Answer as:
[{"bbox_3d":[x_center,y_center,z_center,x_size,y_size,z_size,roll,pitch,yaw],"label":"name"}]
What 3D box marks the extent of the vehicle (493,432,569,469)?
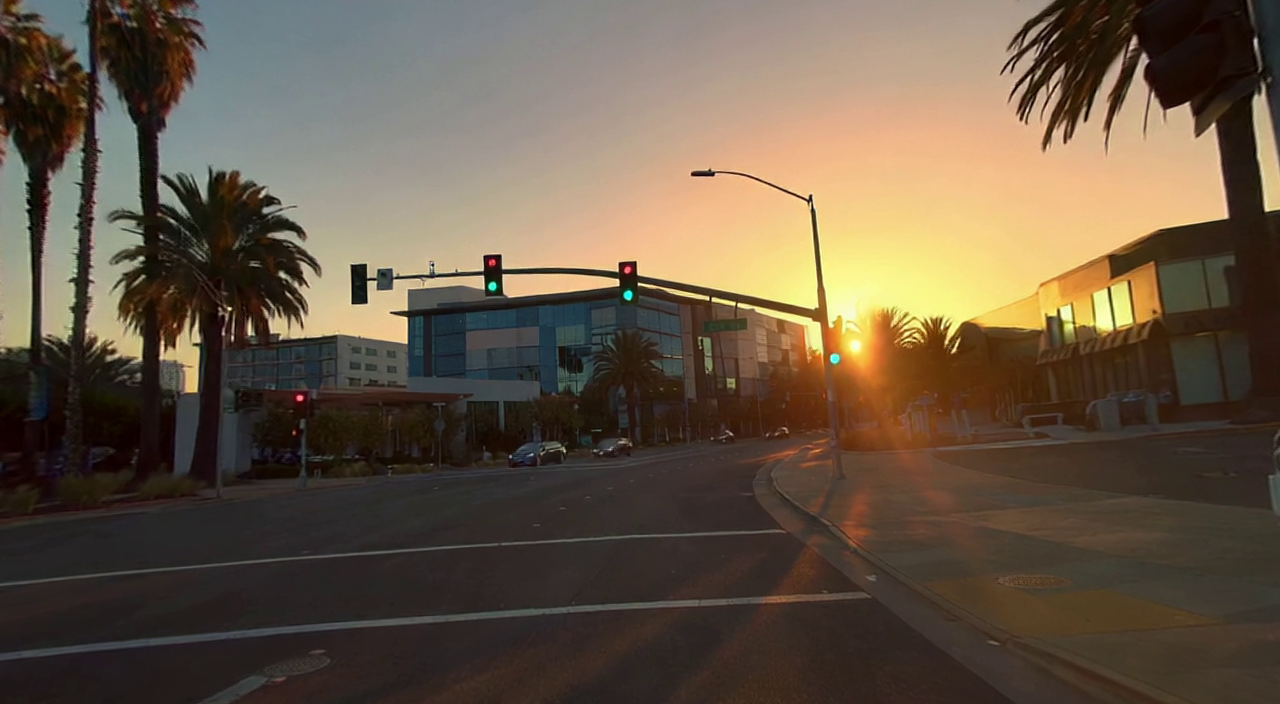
[{"bbox_3d":[-5.671,5.233,33.633,2.181,1.792,4.648,-3,-9,16],"label":"vehicle"}]
